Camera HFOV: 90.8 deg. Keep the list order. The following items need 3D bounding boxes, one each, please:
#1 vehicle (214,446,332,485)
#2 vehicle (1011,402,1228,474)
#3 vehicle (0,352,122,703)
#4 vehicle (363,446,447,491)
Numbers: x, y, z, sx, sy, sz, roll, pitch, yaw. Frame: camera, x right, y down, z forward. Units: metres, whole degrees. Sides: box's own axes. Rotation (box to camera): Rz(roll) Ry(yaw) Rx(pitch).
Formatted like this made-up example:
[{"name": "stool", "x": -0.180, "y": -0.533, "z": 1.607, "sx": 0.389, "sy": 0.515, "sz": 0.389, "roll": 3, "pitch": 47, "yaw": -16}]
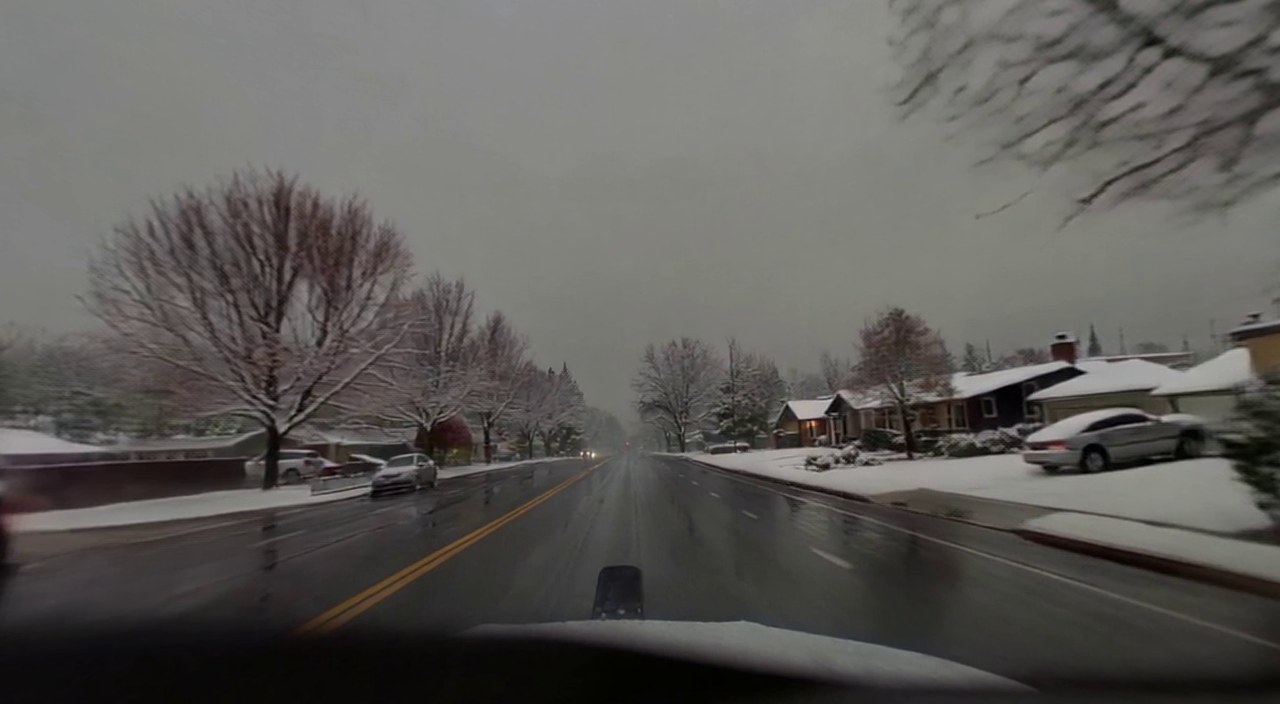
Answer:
[{"name": "vehicle", "x": -19.562, "y": 6.071, "z": 33.862, "sx": 4.802, "sy": 1.868, "sz": 2.395, "roll": -1, "pitch": -9, "yaw": -2}, {"name": "vehicle", "x": 13.736, "y": 2.484, "z": 18.357, "sx": 4.441, "sy": 1.932, "sz": 2.243, "roll": 0, "pitch": -7, "yaw": 0}, {"name": "vehicle", "x": -4.231, "y": 0.646, "z": 1.162, "sx": 2.151, "sy": 1.830, "sz": 5.172, "roll": 0, "pitch": -8, "yaw": 0}, {"name": "vehicle", "x": -9.751, "y": 4.837, "z": 26.638, "sx": 1.931, "sy": 1.465, "sz": 4.683, "roll": -5, "pitch": -7, "yaw": -3}]
